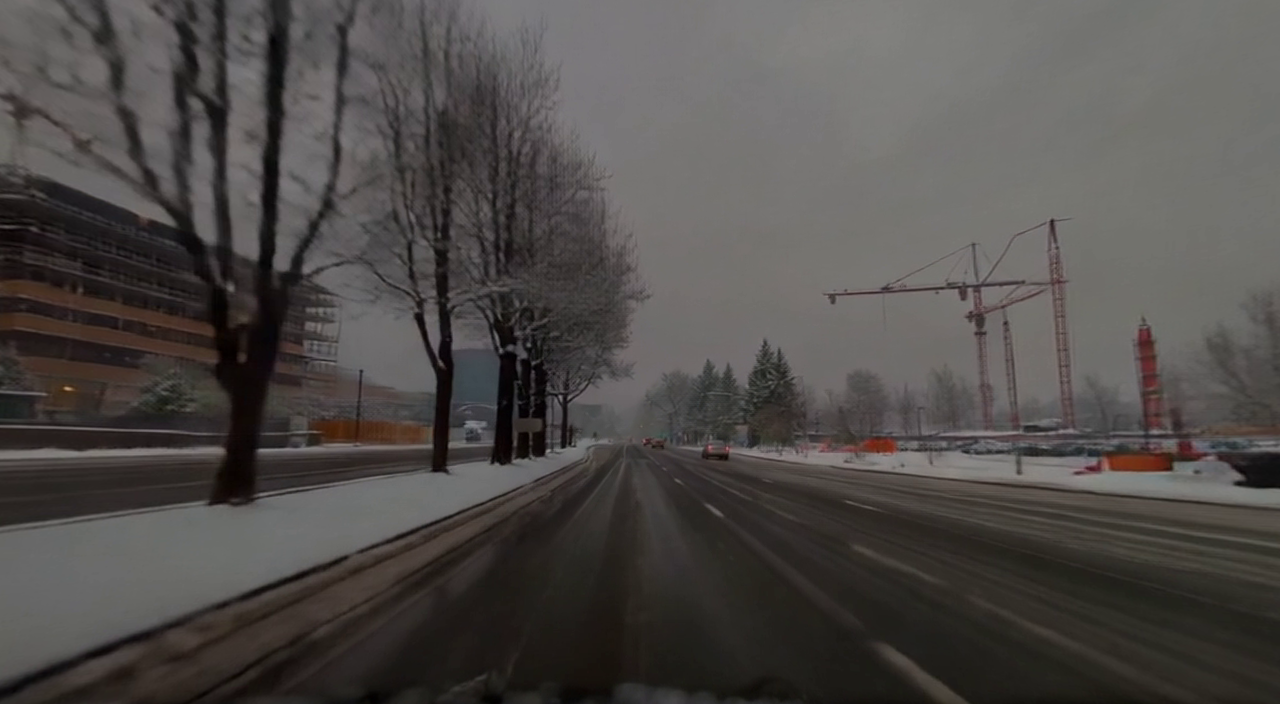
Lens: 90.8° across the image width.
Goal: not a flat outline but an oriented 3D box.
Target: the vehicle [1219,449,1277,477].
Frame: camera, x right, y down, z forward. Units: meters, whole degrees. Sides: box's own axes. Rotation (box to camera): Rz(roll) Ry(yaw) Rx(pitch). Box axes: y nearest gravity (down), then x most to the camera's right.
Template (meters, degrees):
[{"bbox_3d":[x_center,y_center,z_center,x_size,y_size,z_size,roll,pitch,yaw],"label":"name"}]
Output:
[{"bbox_3d":[36.373,6.605,37.897,1.955,1.527,4.835,-8,-12,38],"label":"vehicle"}]
